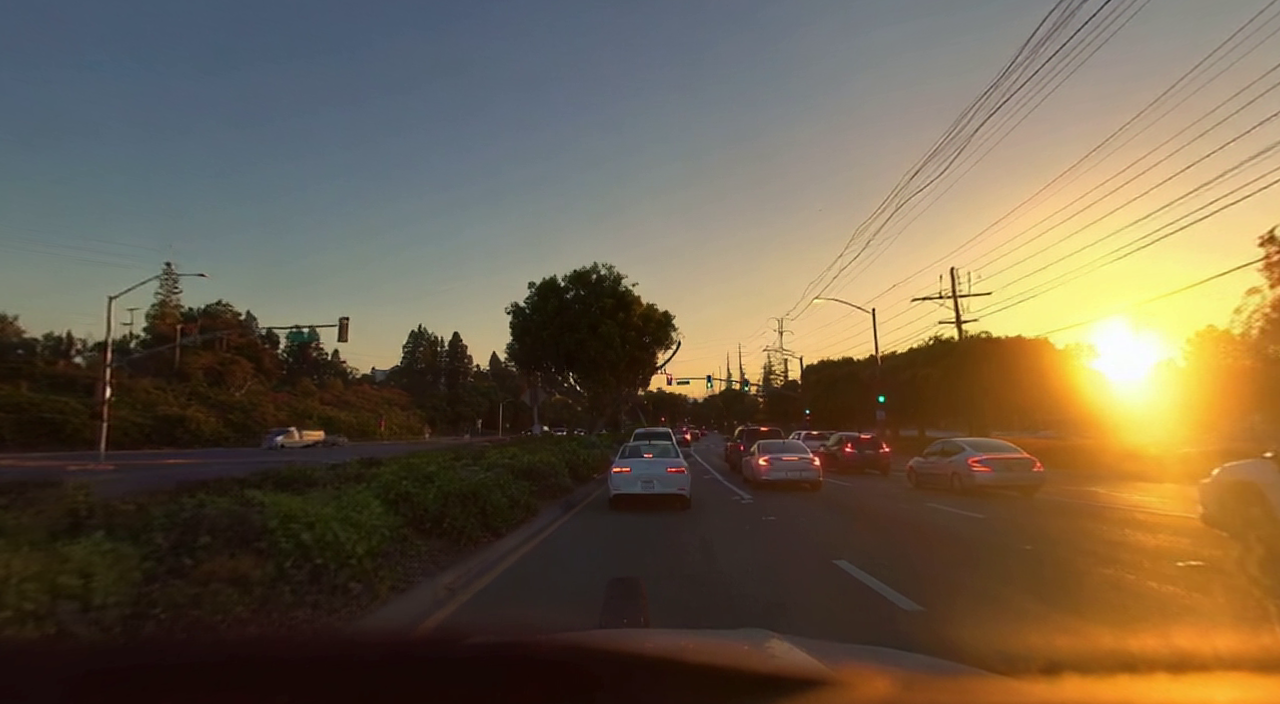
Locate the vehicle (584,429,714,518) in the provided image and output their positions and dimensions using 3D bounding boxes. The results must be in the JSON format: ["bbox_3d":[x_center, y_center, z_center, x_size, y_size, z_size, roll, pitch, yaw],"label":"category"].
[{"bbox_3d":[0.180,2.397,12.984,2.208,1.498,4.401,0,-8,1],"label":"vehicle"}]

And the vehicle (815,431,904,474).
[{"bbox_3d":[8.703,4.044,25.487,1.966,1.536,4.666,0,-8,1],"label":"vehicle"}]

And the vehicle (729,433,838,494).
[{"bbox_3d":[3.844,3.076,17.775,2.028,1.454,4.531,0,-8,1],"label":"vehicle"}]

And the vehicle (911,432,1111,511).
[{"bbox_3d":[8.010,2.603,14.232,1.905,1.483,4.469,-1,-8,2],"label":"vehicle"}]
